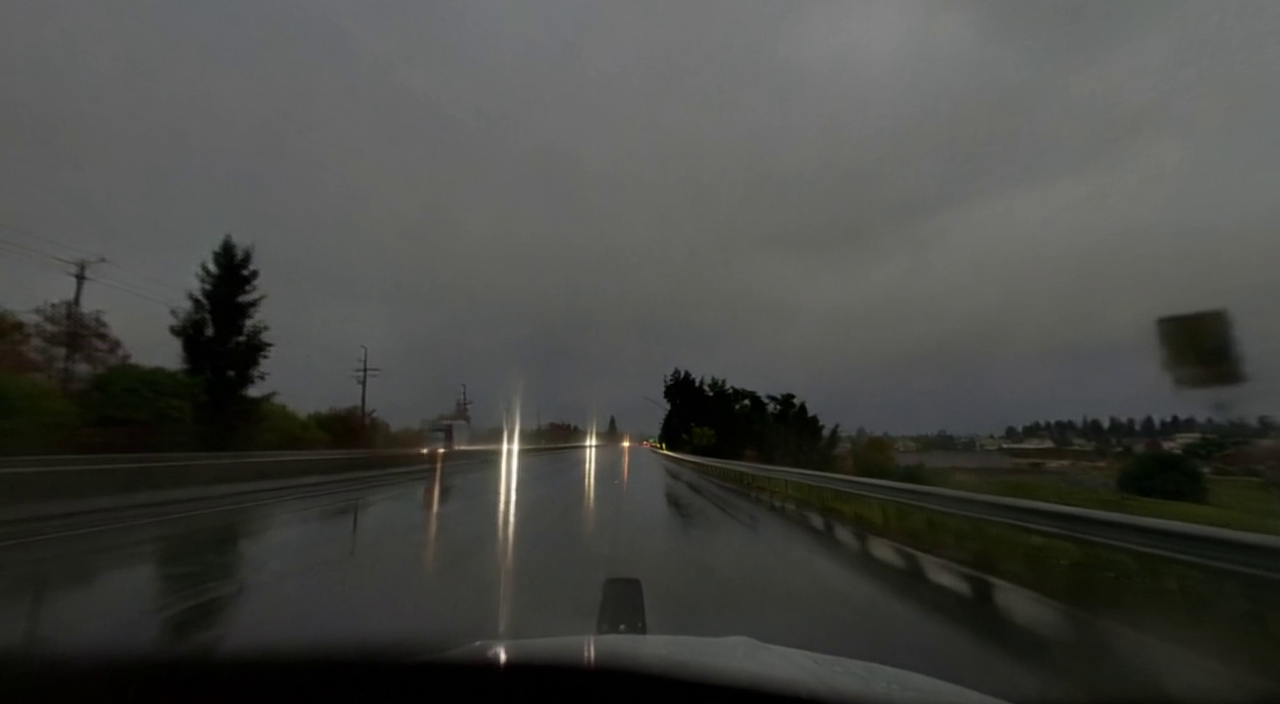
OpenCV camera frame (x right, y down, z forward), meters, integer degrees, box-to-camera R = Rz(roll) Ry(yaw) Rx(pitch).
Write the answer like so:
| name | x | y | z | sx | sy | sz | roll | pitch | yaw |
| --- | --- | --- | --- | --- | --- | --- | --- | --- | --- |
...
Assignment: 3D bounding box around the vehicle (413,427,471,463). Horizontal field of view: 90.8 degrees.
| name | x | y | z | sx | sy | sz | roll | pitch | yaw |
| --- | --- | --- | --- | --- | --- | --- | --- | --- | --- |
| vehicle | -15.363 | 7.286 | 49.466 | 2.435 | 2.624 | 6.451 | 0 | -9 | 0 |
